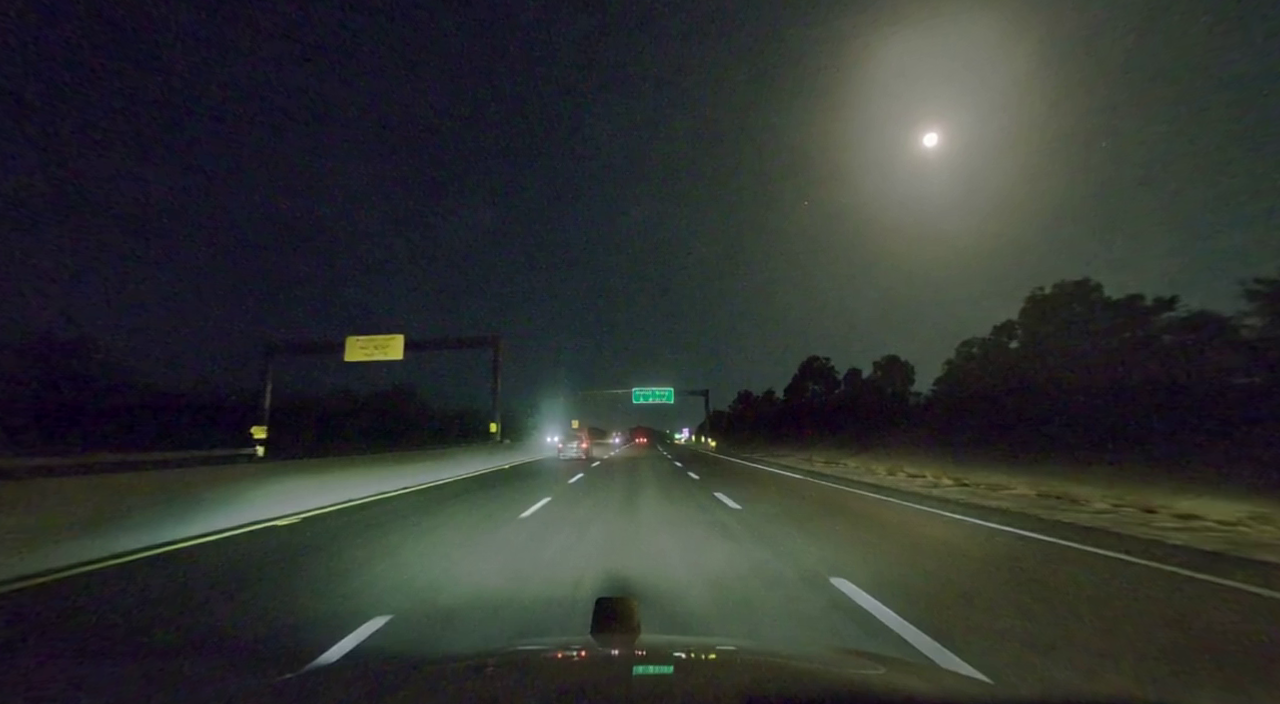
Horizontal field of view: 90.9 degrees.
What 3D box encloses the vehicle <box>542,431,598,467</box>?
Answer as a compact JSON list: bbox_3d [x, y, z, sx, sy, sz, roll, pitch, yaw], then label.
[{"bbox_3d":[-3.315,4.650,30.600,2.148,1.603,4.513,0,-8,1],"label":"vehicle"}]
